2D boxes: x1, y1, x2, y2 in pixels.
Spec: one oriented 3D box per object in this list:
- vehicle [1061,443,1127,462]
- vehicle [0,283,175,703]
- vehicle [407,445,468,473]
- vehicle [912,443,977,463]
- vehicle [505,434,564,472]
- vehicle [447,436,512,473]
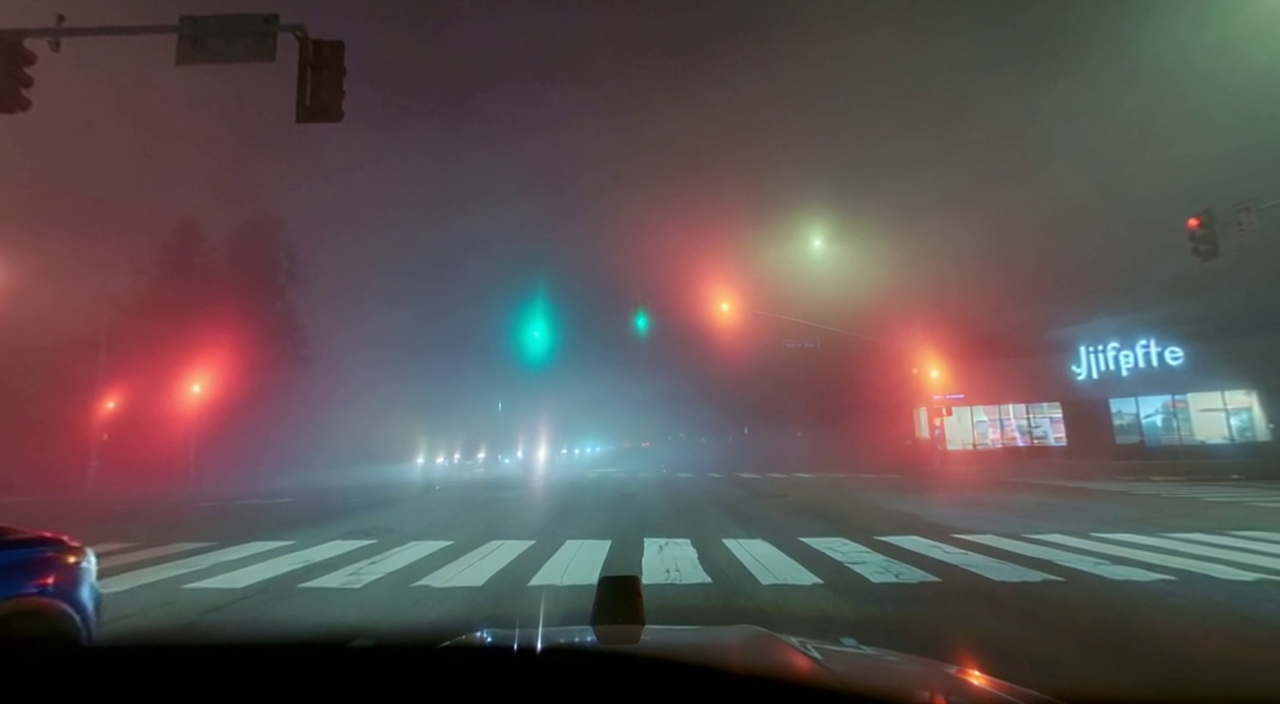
[{"bbox_3d":[34.454,7.615,47.965,3.740,1.433,1.646,0,-8,-2],"label":"vehicle"},{"bbox_3d":[-3.331,0.451,0.393,2.313,1.883,5.016,0,-8,-1],"label":"vehicle"},{"bbox_3d":[-11.327,5.967,35.596,2.003,1.476,4.082,0,-8,1],"label":"vehicle"},{"bbox_3d":[23.879,7.921,49.661,4.135,1.417,1.851,-2,-9,2],"label":"vehicle"},{"bbox_3d":[-5.353,5.231,32.782,2.384,1.787,5.038,0,-8,-2],"label":"vehicle"},{"bbox_3d":[-8.422,5.432,33.605,2.273,1.791,4.809,0,-8,-1],"label":"vehicle"}]
